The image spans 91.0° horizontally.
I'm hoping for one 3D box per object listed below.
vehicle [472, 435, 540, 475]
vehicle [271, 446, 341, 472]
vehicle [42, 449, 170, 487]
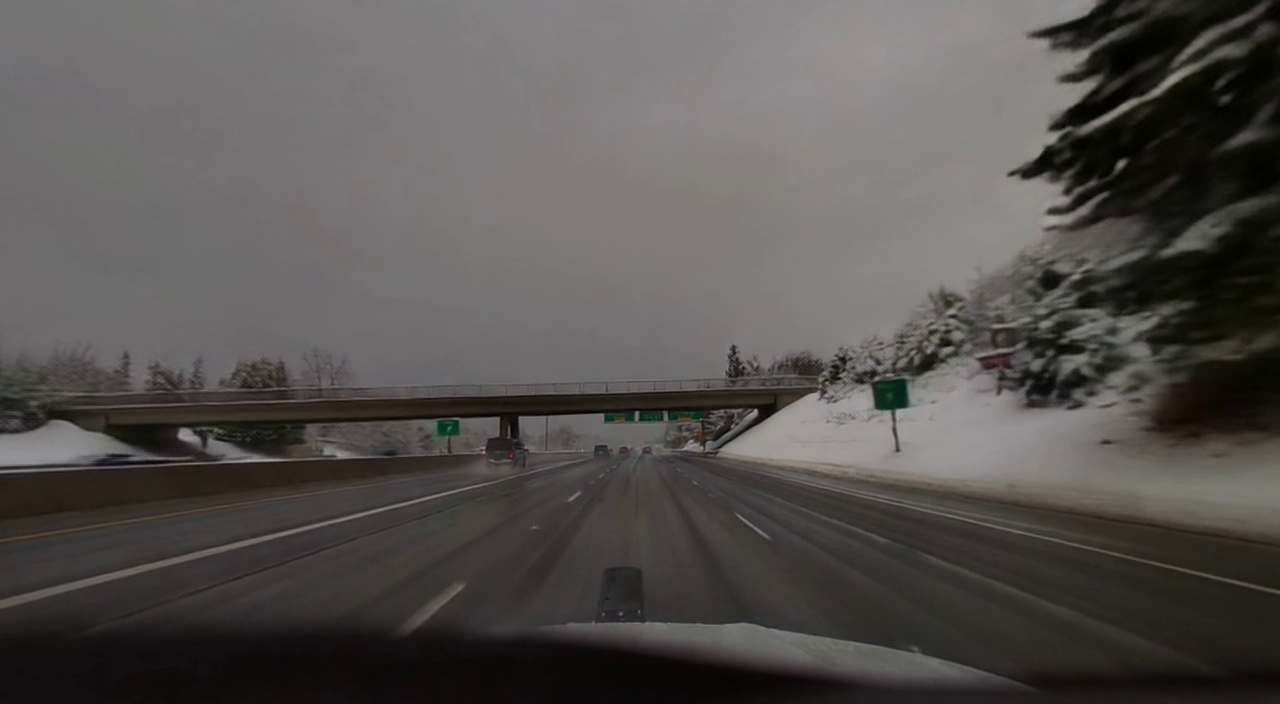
[{"bbox_3d":[-7.143,5.582,34.404,2.341,1.959,5.684,0,-9,1],"label":"vehicle"},{"bbox_3d":[-26.281,8.428,49.808,2.246,1.917,5.901,0,-9,1],"label":"vehicle"},{"bbox_3d":[-26.295,5.708,31.296,1.985,1.697,4.891,0,-9,0],"label":"vehicle"}]
